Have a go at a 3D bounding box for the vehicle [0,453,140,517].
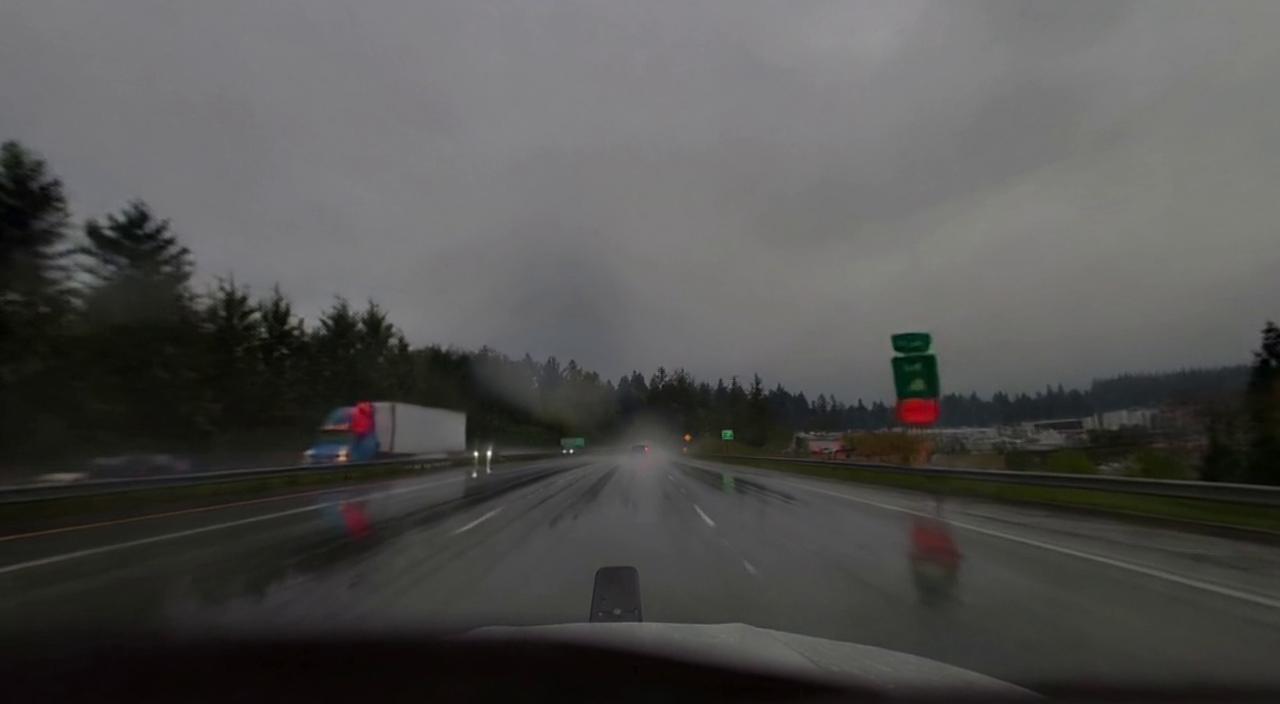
[{"bbox_3d":[-17.096,3.710,18.057,1.794,1.517,4.540,0,-8,-1],"label":"vehicle"}]
